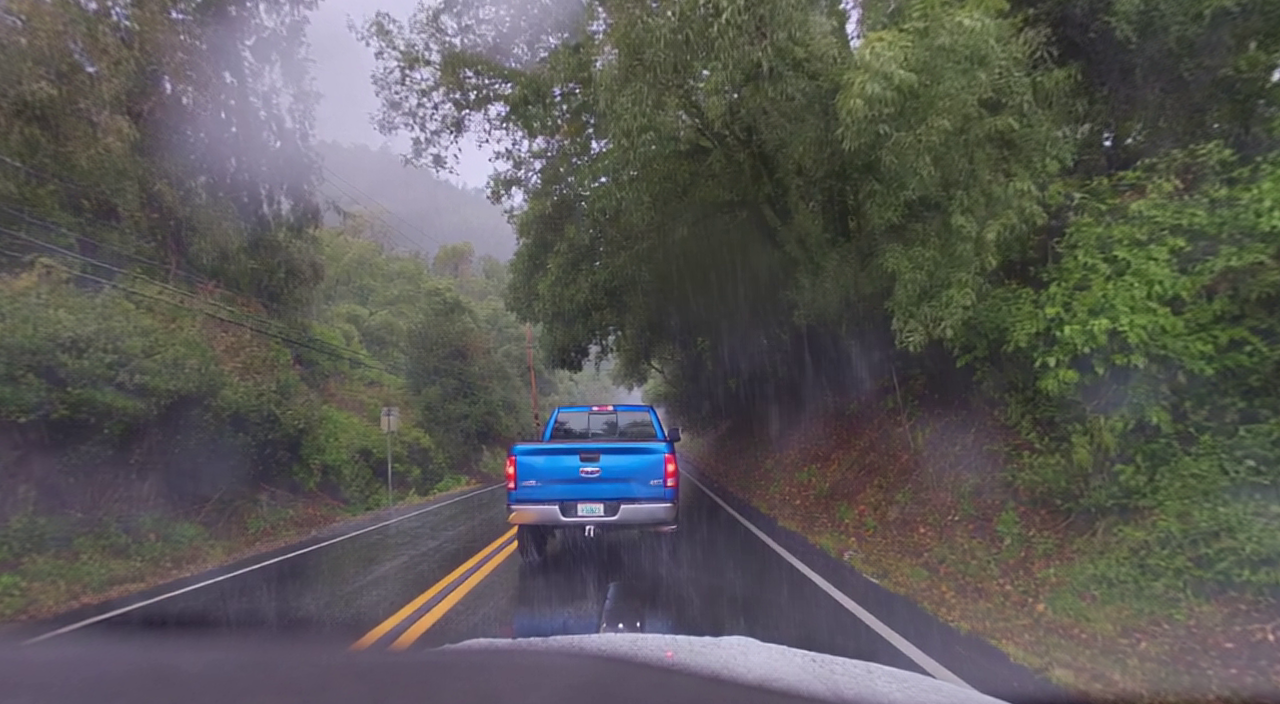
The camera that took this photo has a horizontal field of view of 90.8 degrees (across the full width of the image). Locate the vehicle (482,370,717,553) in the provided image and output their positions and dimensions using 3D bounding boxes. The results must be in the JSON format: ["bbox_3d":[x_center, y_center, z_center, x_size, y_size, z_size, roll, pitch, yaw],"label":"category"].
[{"bbox_3d":[-0.524,1.757,10.702,2.837,2.223,5.885,0,-8,-1],"label":"vehicle"}]
